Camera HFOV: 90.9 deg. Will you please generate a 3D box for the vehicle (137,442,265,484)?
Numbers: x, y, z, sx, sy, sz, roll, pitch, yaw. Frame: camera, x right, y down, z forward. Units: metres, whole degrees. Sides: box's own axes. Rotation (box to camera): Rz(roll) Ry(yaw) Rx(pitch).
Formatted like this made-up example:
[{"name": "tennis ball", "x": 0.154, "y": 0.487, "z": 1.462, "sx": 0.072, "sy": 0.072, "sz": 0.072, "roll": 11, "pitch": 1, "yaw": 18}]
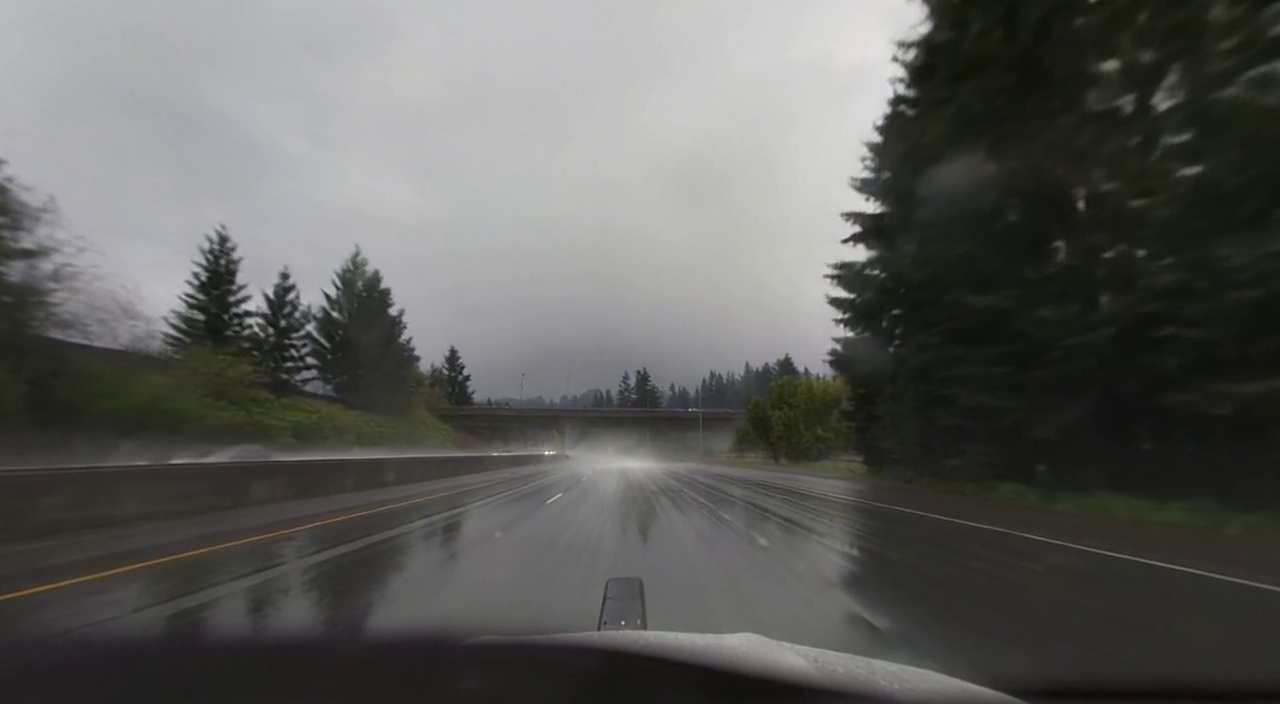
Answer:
[{"name": "vehicle", "x": -17.597, "y": 4.470, "z": 25.595, "sx": 1.954, "sy": 1.534, "sz": 4.568, "roll": 0, "pitch": -9, "yaw": -1}]
